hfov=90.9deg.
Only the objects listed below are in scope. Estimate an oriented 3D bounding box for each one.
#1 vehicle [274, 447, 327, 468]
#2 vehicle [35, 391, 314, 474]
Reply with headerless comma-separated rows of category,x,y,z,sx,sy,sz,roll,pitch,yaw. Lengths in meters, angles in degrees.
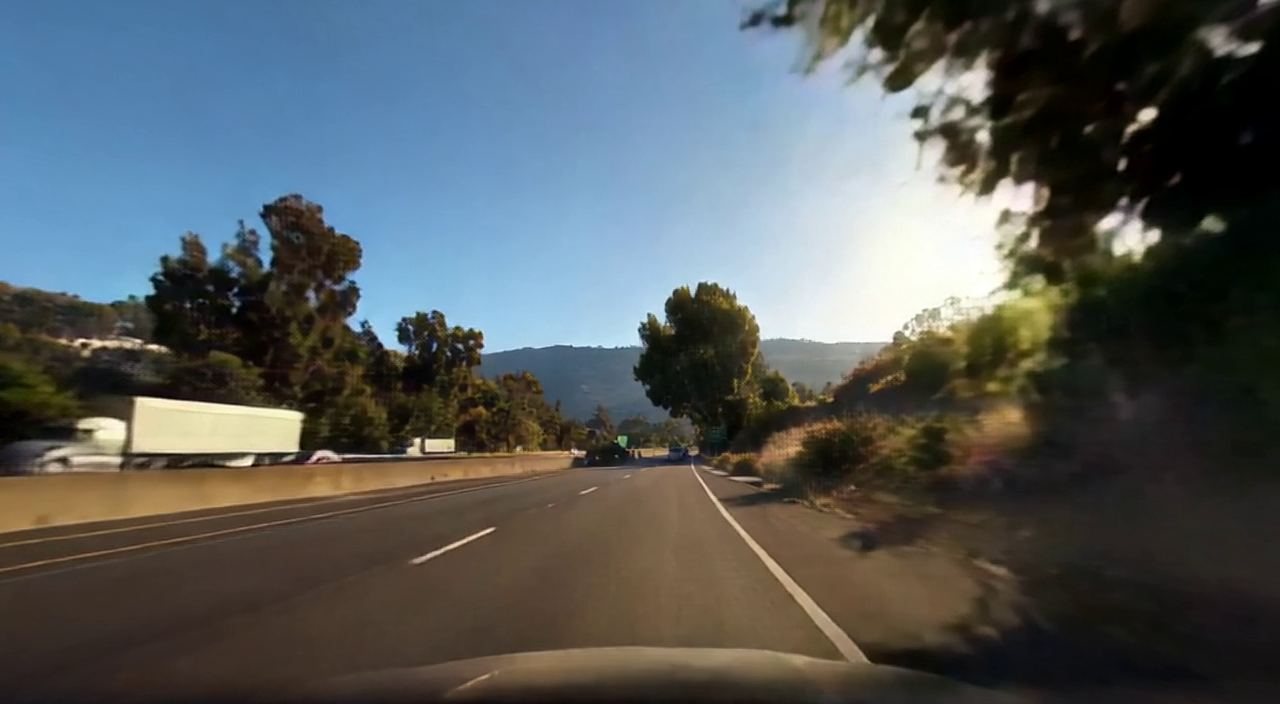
vehicle,-23.708,7.371,44.100,1.508,1.359,3.374,-1,-9,7
vehicle,-28.894,5.540,41.649,3.620,4.302,17.223,-1,-9,7
